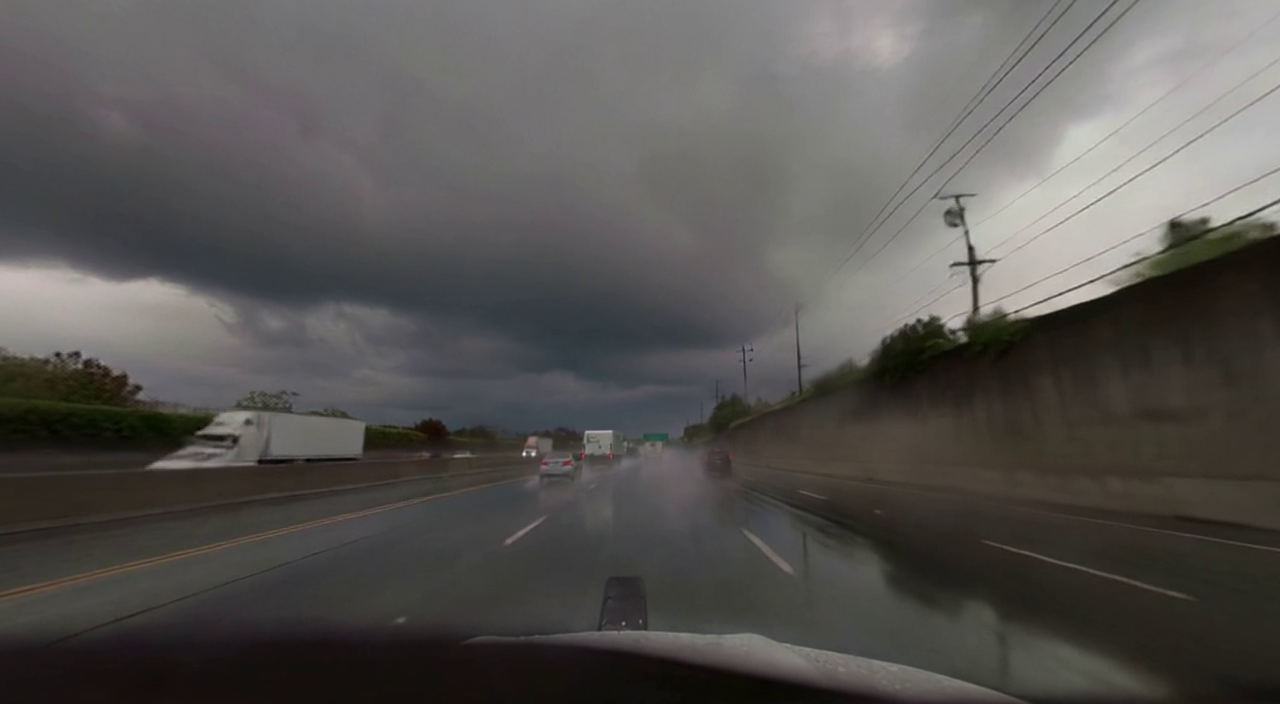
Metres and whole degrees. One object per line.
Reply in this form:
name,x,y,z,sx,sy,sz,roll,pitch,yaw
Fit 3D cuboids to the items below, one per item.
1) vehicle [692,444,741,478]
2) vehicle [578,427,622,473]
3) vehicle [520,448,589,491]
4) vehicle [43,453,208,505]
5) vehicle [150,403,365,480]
vehicle,4.359,6.293,36.622,2.214,1.799,4.627,0,-9,-1
vehicle,-2.901,7.354,47.421,2.632,3.153,6.879,0,-9,2
vehicle,-3.188,4.474,24.281,2.004,1.498,4.043,0,-9,1
vehicle,-15.519,3.811,19.310,1.773,1.382,3.814,0,-9,1
vehicle,-23.296,5.882,40.762,3.102,3.946,16.831,0,-9,1
